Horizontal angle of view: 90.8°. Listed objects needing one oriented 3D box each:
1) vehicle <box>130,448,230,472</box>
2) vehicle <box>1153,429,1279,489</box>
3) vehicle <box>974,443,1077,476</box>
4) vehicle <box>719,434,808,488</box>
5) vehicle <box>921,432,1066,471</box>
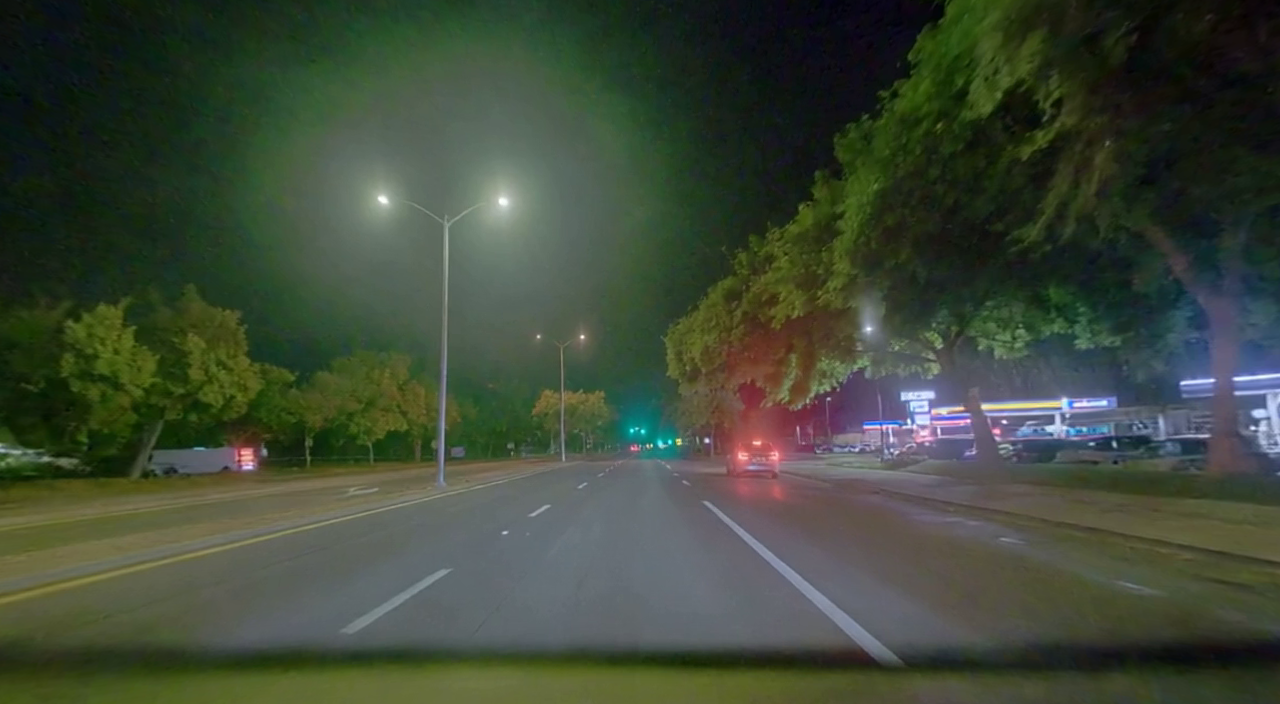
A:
[{"bbox_3d":[-32.961,7.739,45.392,5.406,1.627,2.177,0,-8,-1],"label":"vehicle"},{"bbox_3d":[16.386,2.856,16.975,3.459,1.501,1.974,0,-8,-1],"label":"vehicle"},{"bbox_3d":[16.687,4.670,27.451,3.269,1.315,1.731,0,-10,-3],"label":"vehicle"},{"bbox_3d":[4.632,4.167,24.614,2.245,1.864,5.076,0,-8,-2],"label":"vehicle"},{"bbox_3d":[16.729,4.751,30.154,5.536,1.705,2.122,-1,-9,1],"label":"vehicle"}]
